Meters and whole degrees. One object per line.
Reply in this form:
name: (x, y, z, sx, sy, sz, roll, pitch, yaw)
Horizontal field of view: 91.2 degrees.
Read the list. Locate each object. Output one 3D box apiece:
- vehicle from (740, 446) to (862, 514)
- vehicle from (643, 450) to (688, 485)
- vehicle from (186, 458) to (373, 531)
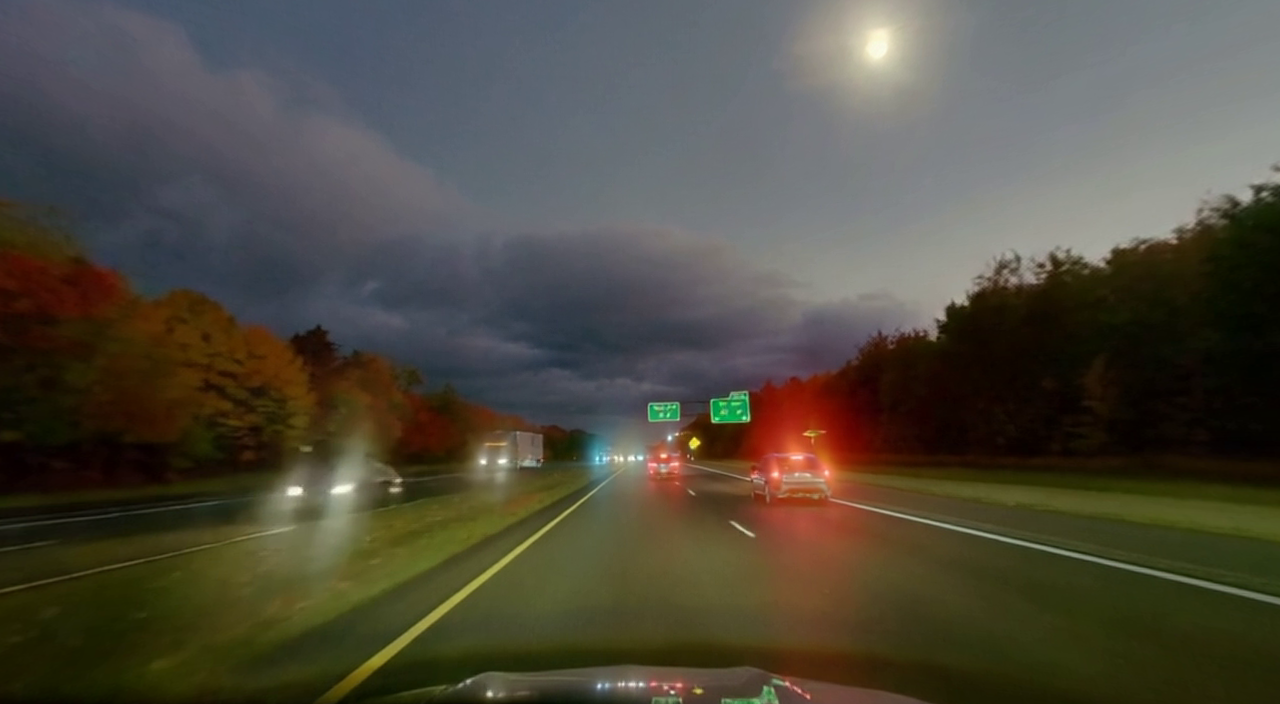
vehicle: (4.093, 3.321, 16.774, 2.119, 1.557, 4.163, 0, -9, 0)
vehicle: (1.199, 5.668, 31.101, 2.070, 1.546, 4.648, 0, -9, 1)
vehicle: (-8.911, 3.519, 16.101, 1.991, 1.505, 4.657, 0, -9, 0)
